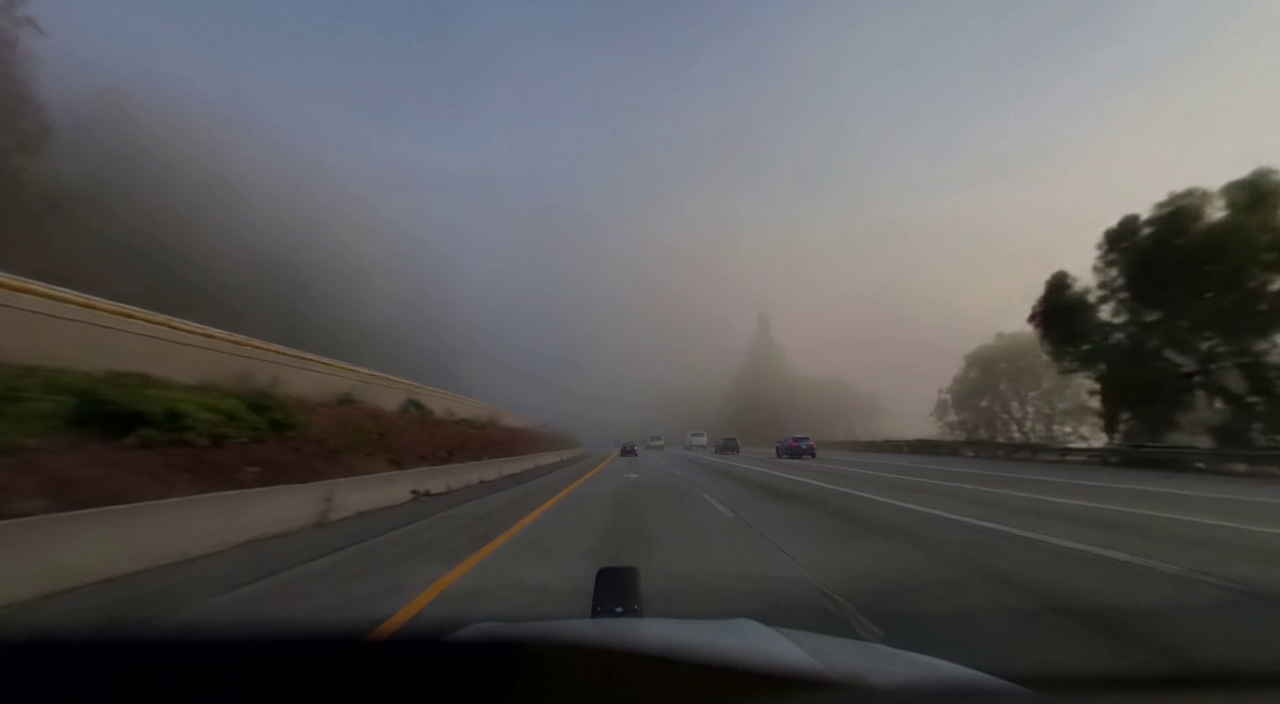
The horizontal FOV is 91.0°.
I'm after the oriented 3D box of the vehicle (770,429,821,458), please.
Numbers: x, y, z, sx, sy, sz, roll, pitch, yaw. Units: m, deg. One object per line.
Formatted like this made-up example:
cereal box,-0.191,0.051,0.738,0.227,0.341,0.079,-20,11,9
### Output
vehicle,10.133,6.028,41.437,2.077,1.763,4.472,0,-8,-2
